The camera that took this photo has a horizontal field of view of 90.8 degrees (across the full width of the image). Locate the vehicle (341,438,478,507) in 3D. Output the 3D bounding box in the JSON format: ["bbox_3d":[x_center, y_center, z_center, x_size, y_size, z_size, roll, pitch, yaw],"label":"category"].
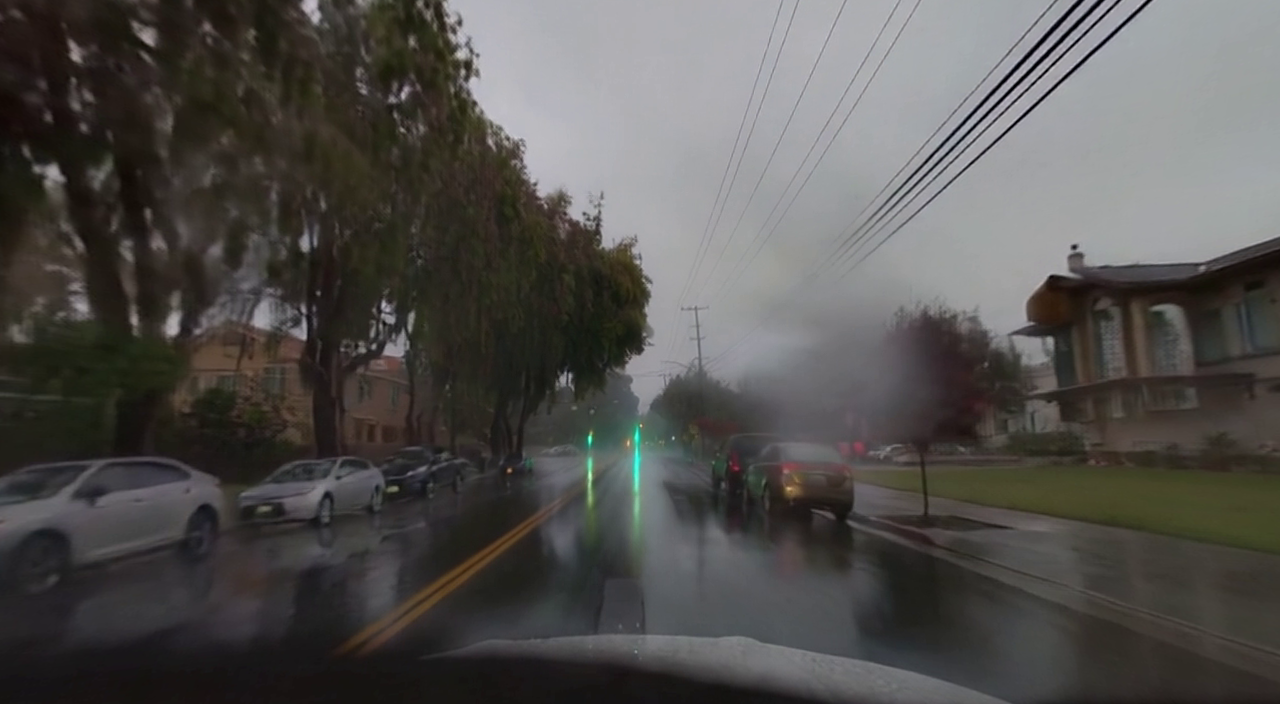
[{"bbox_3d":[-6.811,3.598,19.513,2.151,1.789,5.482,0,-8,0],"label":"vehicle"}]

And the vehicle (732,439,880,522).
[{"bbox_3d":[3.293,2.622,13.483,1.869,1.453,4.237,0,-8,-2],"label":"vehicle"}]

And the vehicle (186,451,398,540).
[{"bbox_3d":[-6.878,2.835,13.216,1.854,1.460,4.582,0,-8,0],"label":"vehicle"}]

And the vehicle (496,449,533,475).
[{"bbox_3d":[-7.719,6.764,39.210,1.902,1.456,4.451,1,-9,-7],"label":"vehicle"}]

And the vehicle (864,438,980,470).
[{"bbox_3d":[16.073,5.855,36.261,5.662,1.761,2.050,0,-8,0],"label":"vehicle"}]

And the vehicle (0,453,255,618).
[{"bbox_3d":[-6.835,1.935,7.304,1.860,1.469,4.573,0,-8,0],"label":"vehicle"}]
